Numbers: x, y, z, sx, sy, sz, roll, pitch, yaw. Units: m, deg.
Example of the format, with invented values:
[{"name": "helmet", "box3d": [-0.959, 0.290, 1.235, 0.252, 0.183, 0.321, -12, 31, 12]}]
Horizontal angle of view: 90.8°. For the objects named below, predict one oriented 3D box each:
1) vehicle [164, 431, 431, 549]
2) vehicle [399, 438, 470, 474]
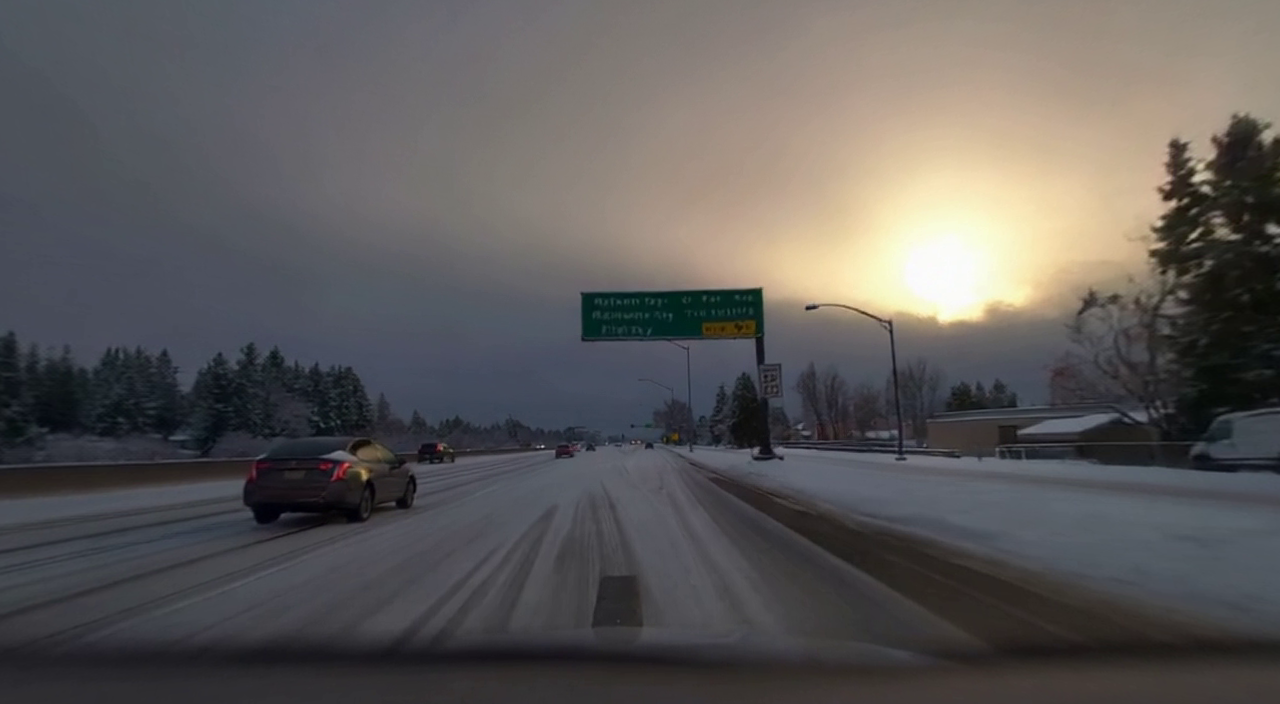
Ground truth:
[{"name": "vehicle", "box3d": [-5.162, 2.113, 10.500, 1.940, 1.479, 4.777, 0, -8, -2]}, {"name": "vehicle", "box3d": [-10.532, 5.376, 32.849, 2.126, 1.671, 5.173, 0, -8, -2]}]
